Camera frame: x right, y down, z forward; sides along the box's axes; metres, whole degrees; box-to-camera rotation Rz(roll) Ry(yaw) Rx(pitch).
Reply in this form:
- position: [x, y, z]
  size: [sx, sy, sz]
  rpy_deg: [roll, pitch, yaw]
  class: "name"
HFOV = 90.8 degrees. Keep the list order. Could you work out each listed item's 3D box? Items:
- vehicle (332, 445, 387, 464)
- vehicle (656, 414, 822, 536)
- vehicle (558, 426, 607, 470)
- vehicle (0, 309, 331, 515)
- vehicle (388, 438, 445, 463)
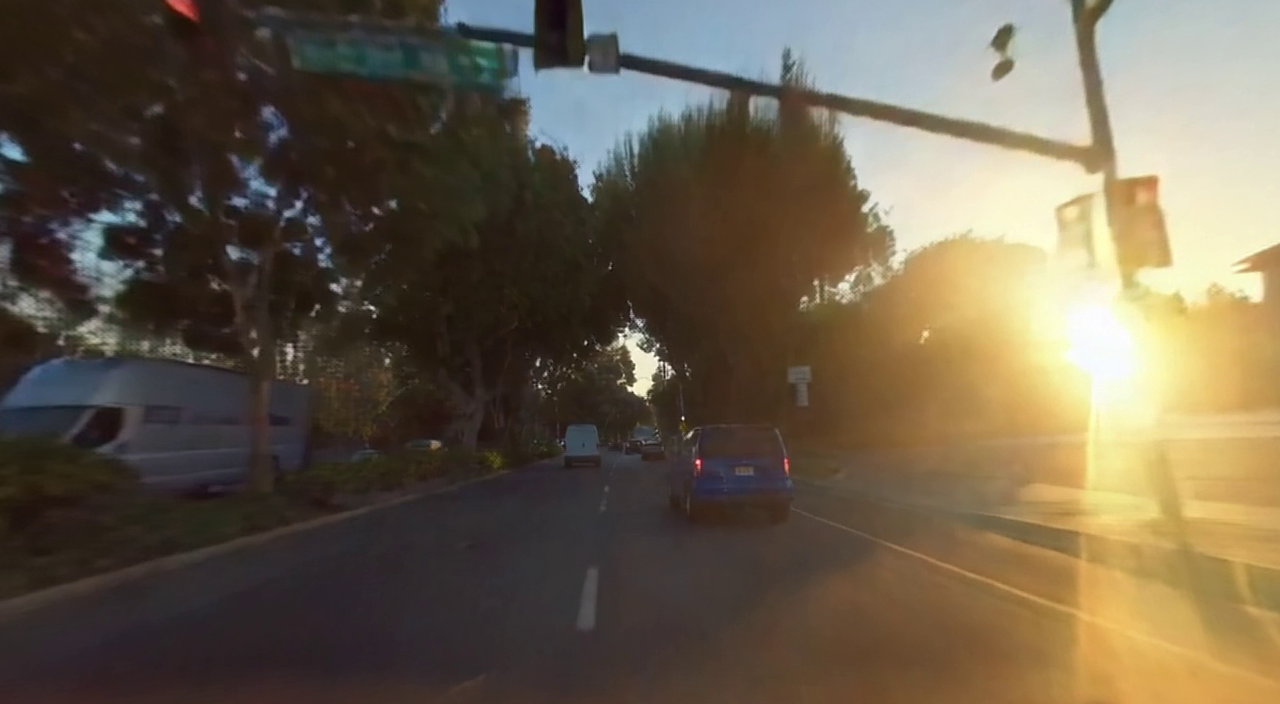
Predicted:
- position: [-17.661, 6.442, 39.967]
  size: [1.731, 1.110, 4.413]
  rpy_deg: [0, -8, -4]
  class: "vehicle"
- position: [1.448, 2.015, 10.966]
  size: [1.965, 1.671, 4.146]
  rpy_deg: [0, -8, -3]
  class: "vehicle"
- position: [-2.815, 4.822, 31.925]
  size: [2.228, 2.054, 4.309]
  rpy_deg: [0, -8, -1]
  class: "vehicle"
- position: [-12.754, 1.879, 17.144]
  size: [3.206, 3.740, 11.455]
  rpy_deg: [0, -8, -1]
  class: "vehicle"
- position: [-13.307, 5.880, 37.897]
  size: [1.841, 1.407, 4.736]
  rpy_deg: [0, -8, -2]
  class: "vehicle"
